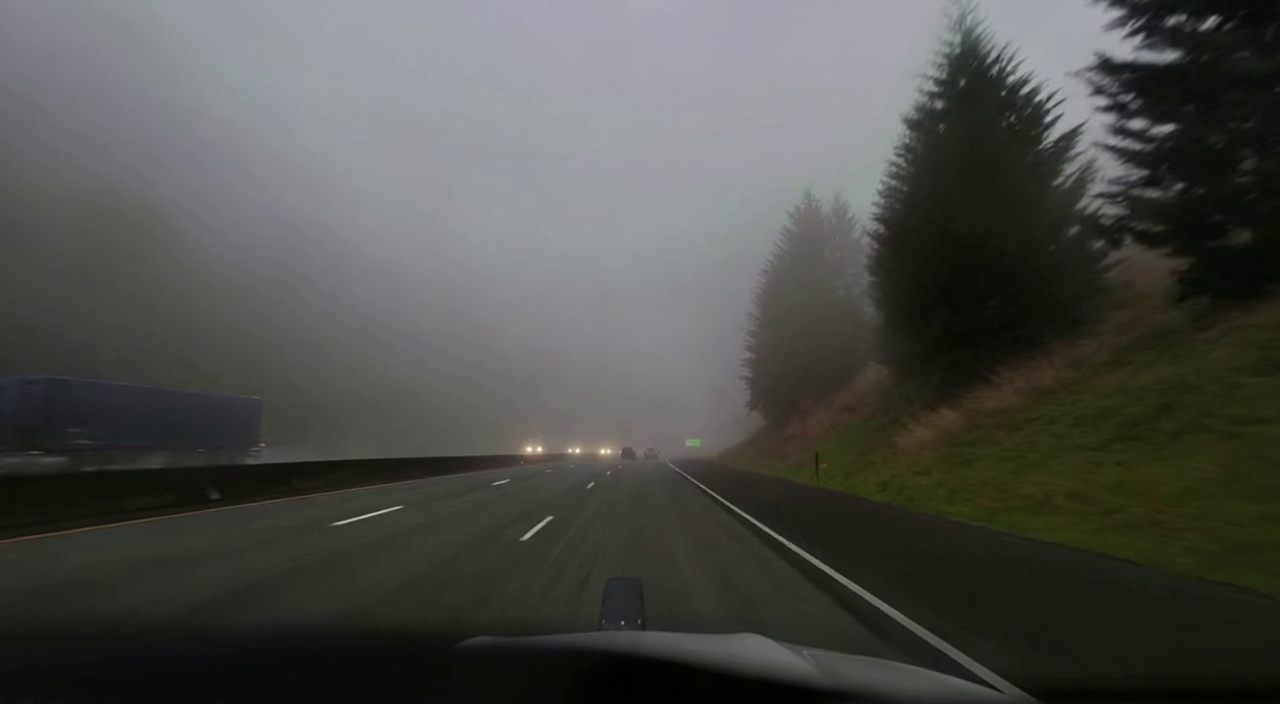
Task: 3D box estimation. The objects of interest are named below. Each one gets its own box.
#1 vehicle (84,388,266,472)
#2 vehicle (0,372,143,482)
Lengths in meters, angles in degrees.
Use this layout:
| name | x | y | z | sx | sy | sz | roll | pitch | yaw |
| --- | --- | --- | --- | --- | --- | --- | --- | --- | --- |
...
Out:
| name | x | y | z | sx | sy | sz | roll | pitch | yaw |
| --- | --- | --- | --- | --- | --- | --- | --- | --- | --- |
| vehicle | -22.542 | 3.973 | 31.322 | 2.833 | 3.669 | 7.802 | 0 | -9 | 1 |
| vehicle | -22.684 | 2.575 | 21.448 | 2.969 | 3.632 | 10.133 | 0 | -9 | 1 |
